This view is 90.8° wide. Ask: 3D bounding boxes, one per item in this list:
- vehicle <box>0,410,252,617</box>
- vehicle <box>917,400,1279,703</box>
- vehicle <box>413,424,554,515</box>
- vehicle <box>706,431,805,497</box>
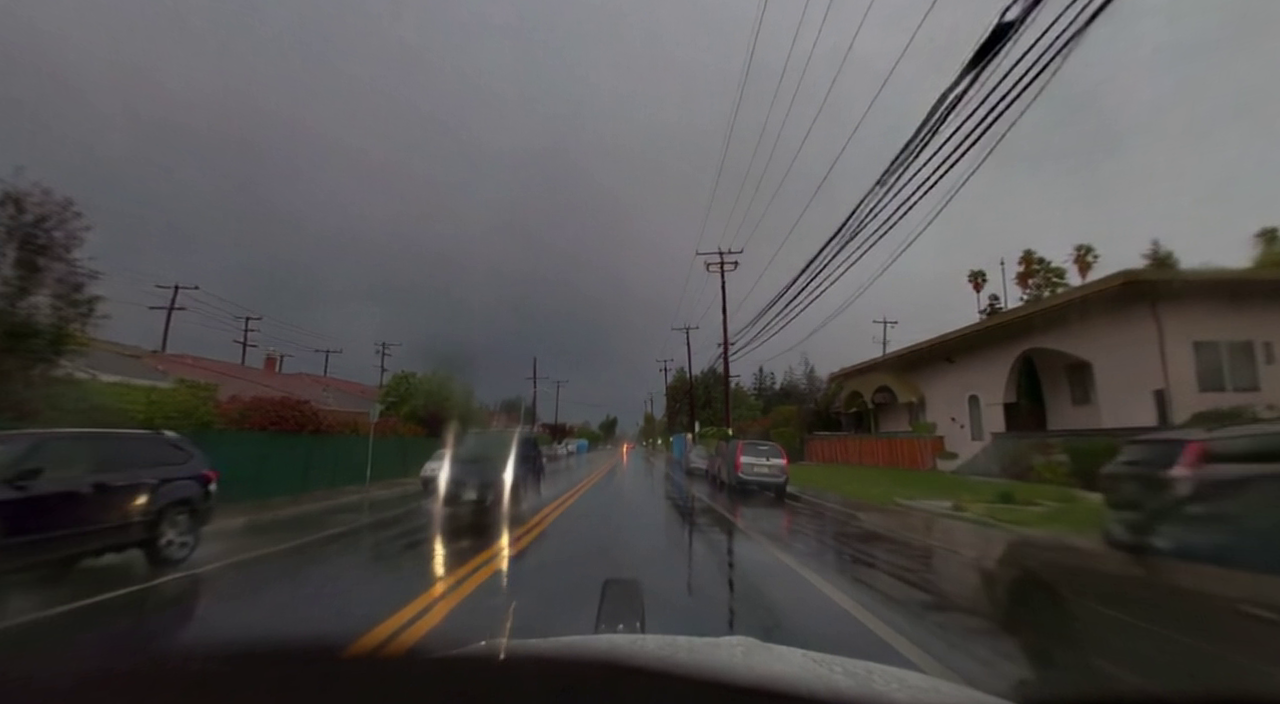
[{"bbox_3d":[-6.678,1.619,6.826,2.014,1.817,4.639,-1,-8,0],"label":"vehicle"},{"bbox_3d":[3.227,0.940,2.318,2.129,1.490,4.937,0,-9,-1],"label":"vehicle"},{"bbox_3d":[-3.529,2.776,15.384,2.210,1.838,4.854,0,-9,0],"label":"vehicle"},{"bbox_3d":[3.389,3.415,19.551,2.031,1.762,4.749,0,-9,-2],"label":"vehicle"}]
